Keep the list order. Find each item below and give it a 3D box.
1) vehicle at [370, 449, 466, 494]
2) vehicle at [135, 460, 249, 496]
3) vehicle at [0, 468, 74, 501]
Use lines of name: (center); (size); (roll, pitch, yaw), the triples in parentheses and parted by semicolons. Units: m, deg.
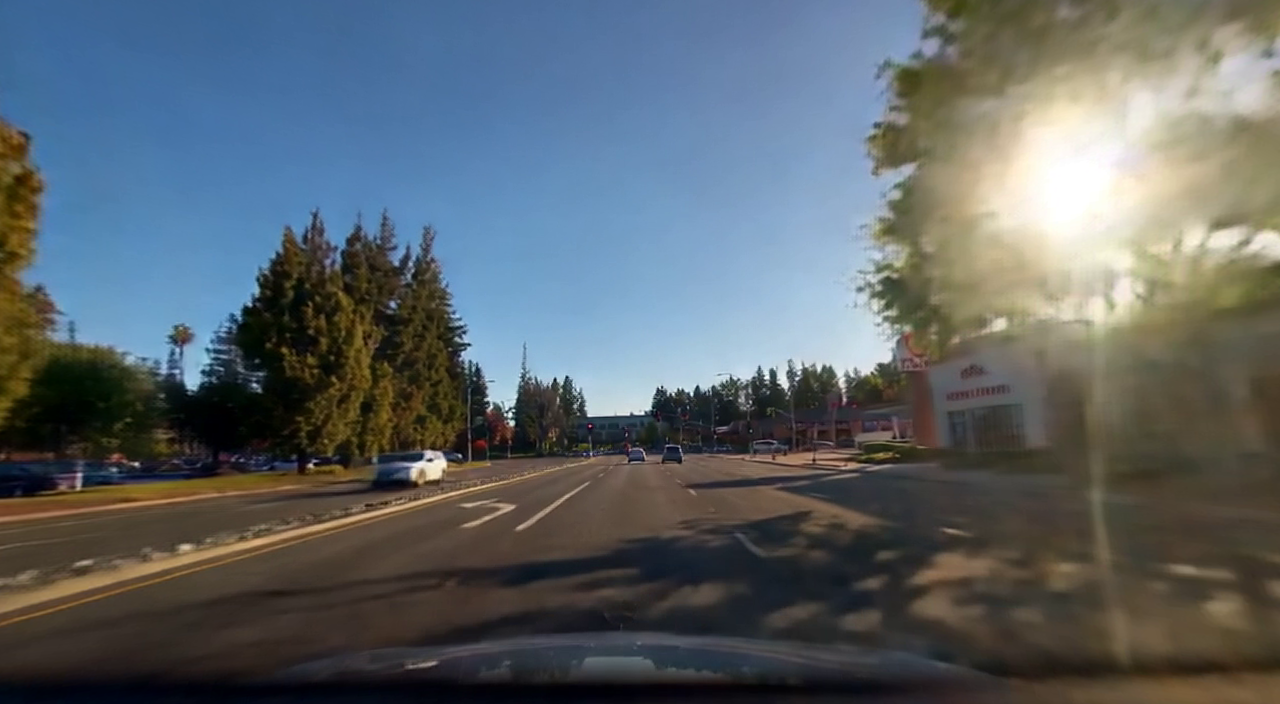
vehicle: (-8.314, 4.487, 24.177); (1.958, 1.534, 4.598); (0, -9, 1)
vehicle: (-22.935, 6.436, 32.543); (4.366, 1.666, 1.952); (4, -10, -24)
vehicle: (-31.513, 6.568, 31.474); (4.511, 1.480, 1.959); (1, -9, -4)
